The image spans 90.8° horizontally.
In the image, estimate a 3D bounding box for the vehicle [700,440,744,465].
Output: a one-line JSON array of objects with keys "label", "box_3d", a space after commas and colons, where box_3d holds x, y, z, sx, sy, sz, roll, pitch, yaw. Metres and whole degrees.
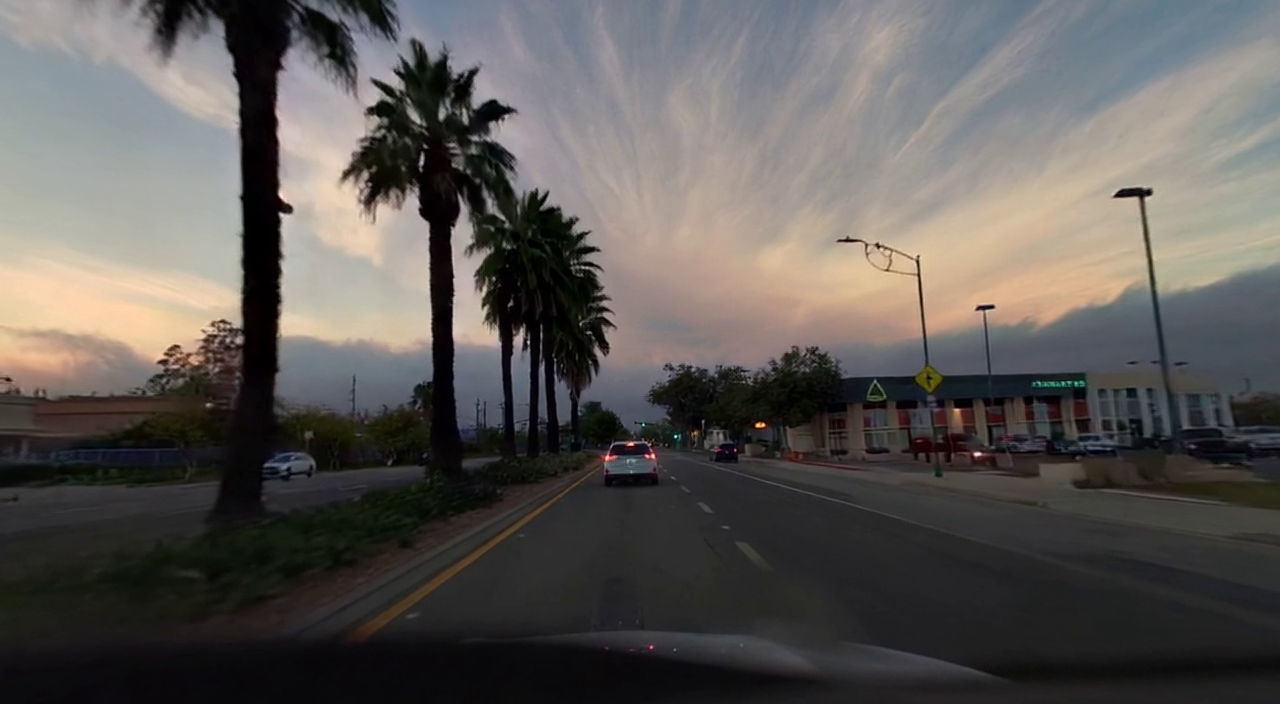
[{"label": "vehicle", "box_3d": [5.586, 6.886, 43.532, 2.244, 1.618, 4.585, 0, -9, -2]}]

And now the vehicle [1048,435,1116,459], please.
[{"label": "vehicle", "box_3d": [27.200, 5.875, 39.033, 1.709, 1.455, 3.449, 0, -9, 1]}]

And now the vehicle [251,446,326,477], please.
[{"label": "vehicle", "box_3d": [-19.478, 6.092, 35.257, 1.862, 1.606, 4.071, 0, -9, -1]}]

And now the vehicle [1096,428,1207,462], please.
[{"label": "vehicle", "box_3d": [26.974, 4.963, 33.569, 2.045, 1.690, 4.761, 0, -9, 3]}]

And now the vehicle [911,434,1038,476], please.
[{"label": "vehicle", "box_3d": [14.639, 4.527, 27.844, 4.358, 1.732, 2.129, 1, -9, -3]}]

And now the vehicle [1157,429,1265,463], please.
[{"label": "vehicle", "box_3d": [29.881, 4.940, 33.247, 1.890, 1.640, 4.064, 0, -9, 2]}]

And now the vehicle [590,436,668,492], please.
[{"label": "vehicle", "box_3d": [-0.291, 3.344, 19.106, 2.106, 1.496, 3.964, 0, -9, 0]}]
